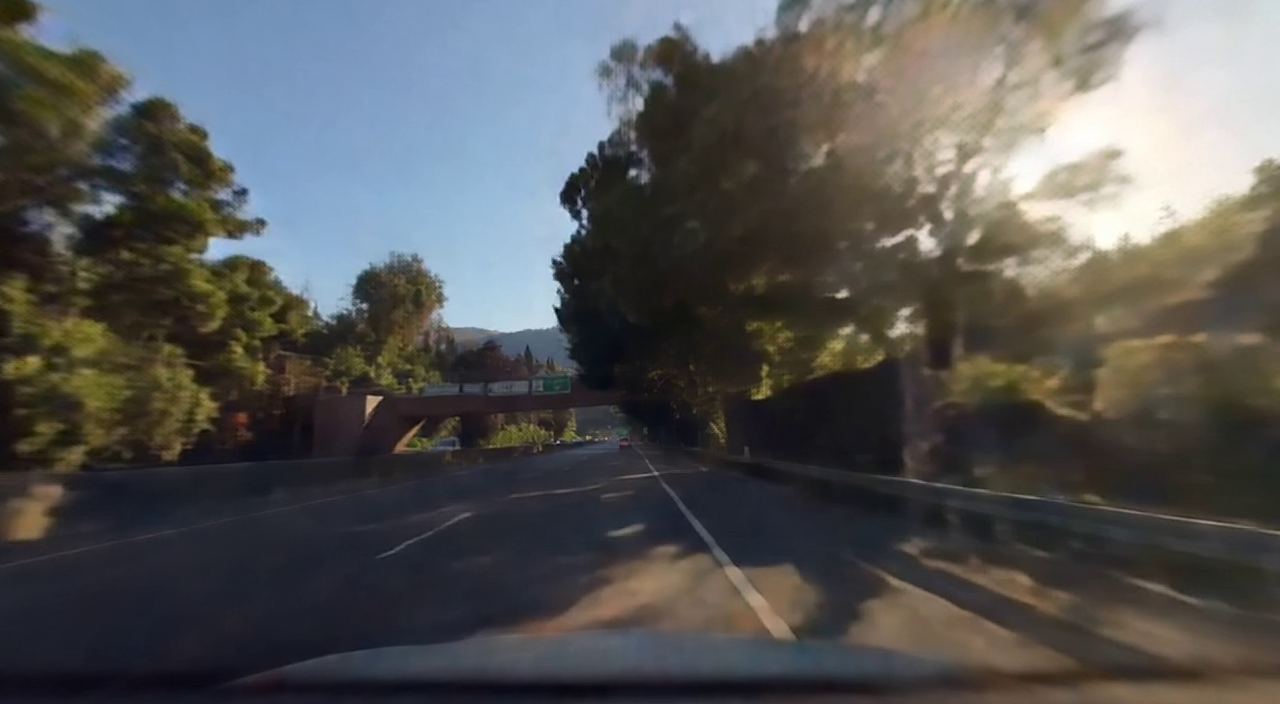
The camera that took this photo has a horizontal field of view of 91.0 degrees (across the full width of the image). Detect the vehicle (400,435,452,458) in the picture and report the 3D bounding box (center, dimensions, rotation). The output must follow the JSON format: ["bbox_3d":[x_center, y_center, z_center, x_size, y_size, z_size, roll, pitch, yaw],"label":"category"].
[{"bbox_3d":[-14.234,6.295,42.127,2.160,1.474,4.150,0,-8,-2],"label":"vehicle"}]
